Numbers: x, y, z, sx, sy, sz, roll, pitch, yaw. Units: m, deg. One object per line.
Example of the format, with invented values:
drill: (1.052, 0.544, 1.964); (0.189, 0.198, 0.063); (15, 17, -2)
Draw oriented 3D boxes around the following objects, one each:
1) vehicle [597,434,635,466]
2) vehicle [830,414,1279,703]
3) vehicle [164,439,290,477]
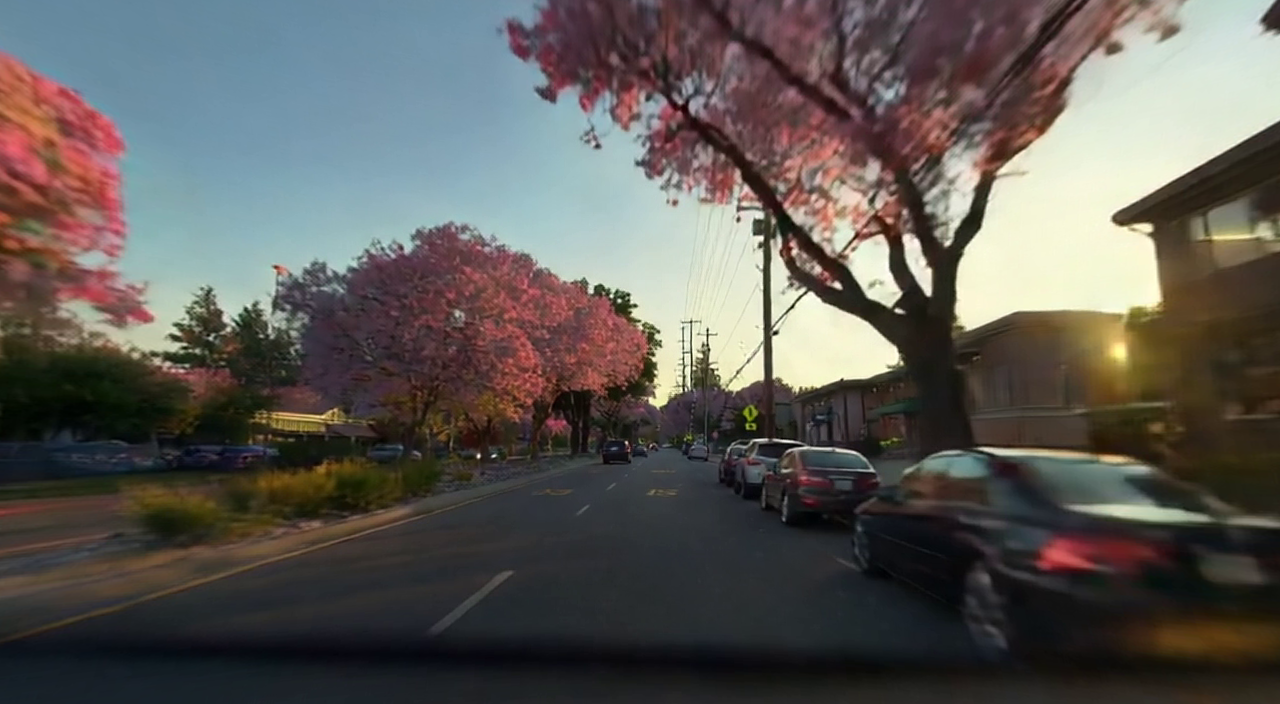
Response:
vehicle: (-1.520, 6.514, 42.080); (2.202, 1.961, 4.980); (0, -8, 2)
vehicle: (3.145, 1.354, 4.925); (1.985, 1.500, 4.654); (0, -8, 2)
vehicle: (-22.132, 5.694, 34.046); (5.252, 1.925, 2.061); (3, -9, -19)
